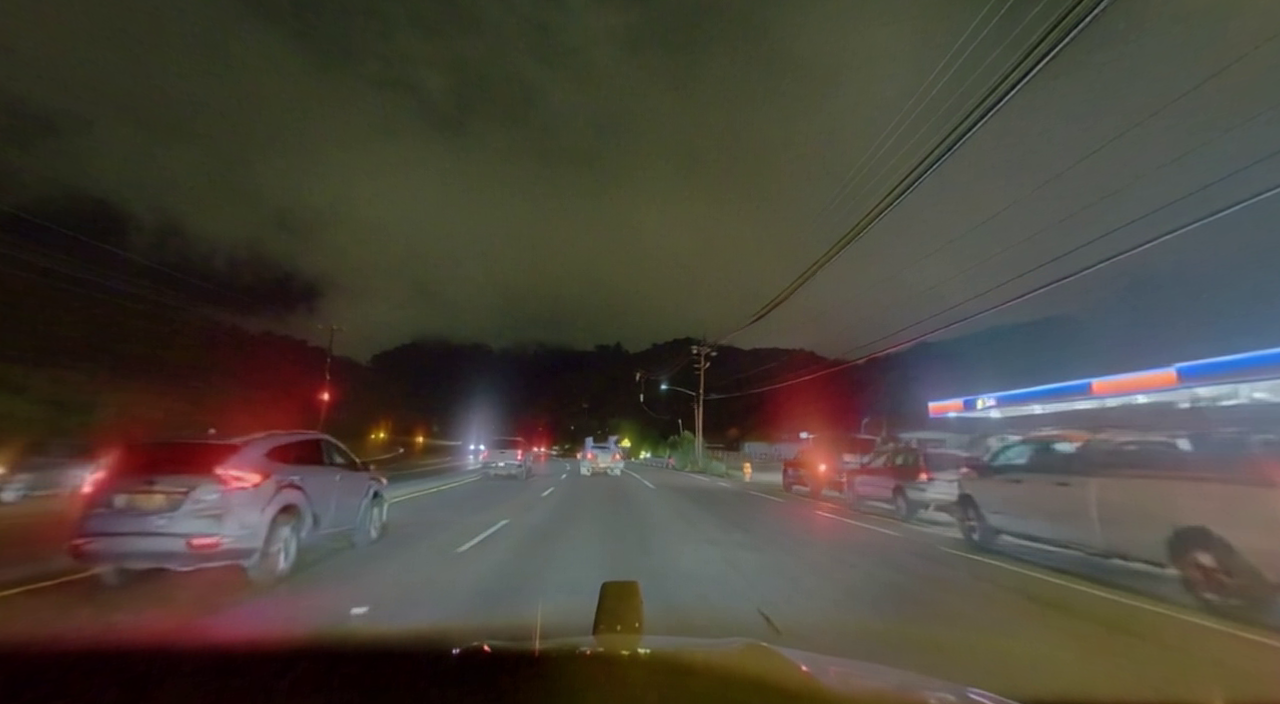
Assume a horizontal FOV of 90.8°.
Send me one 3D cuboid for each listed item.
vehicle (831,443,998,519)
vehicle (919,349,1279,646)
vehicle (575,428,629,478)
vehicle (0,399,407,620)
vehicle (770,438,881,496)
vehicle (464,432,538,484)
[{"bbox_3d":[6.190,2.936,14.962,1.877,1.503,4.653,0,-9,0],"label":"vehicle"},{"bbox_3d":[6.050,1.429,6.938,2.706,2.199,6.527,0,-9,-3],"label":"vehicle"},{"bbox_3d":[-2.022,5.094,31.874,2.486,2.280,5.291,1,-9,-6],"label":"vehicle"},{"bbox_3d":[-4.612,1.588,7.320,2.185,1.721,4.550,0,-9,-2],"label":"vehicle"},{"bbox_3d":[6.100,3.827,21.414,2.058,1.747,4.585,1,-9,-4],"label":"vehicle"},{"bbox_3d":[-5.941,4.611,27.783,2.345,2.012,5.693,1,-9,-4],"label":"vehicle"}]
